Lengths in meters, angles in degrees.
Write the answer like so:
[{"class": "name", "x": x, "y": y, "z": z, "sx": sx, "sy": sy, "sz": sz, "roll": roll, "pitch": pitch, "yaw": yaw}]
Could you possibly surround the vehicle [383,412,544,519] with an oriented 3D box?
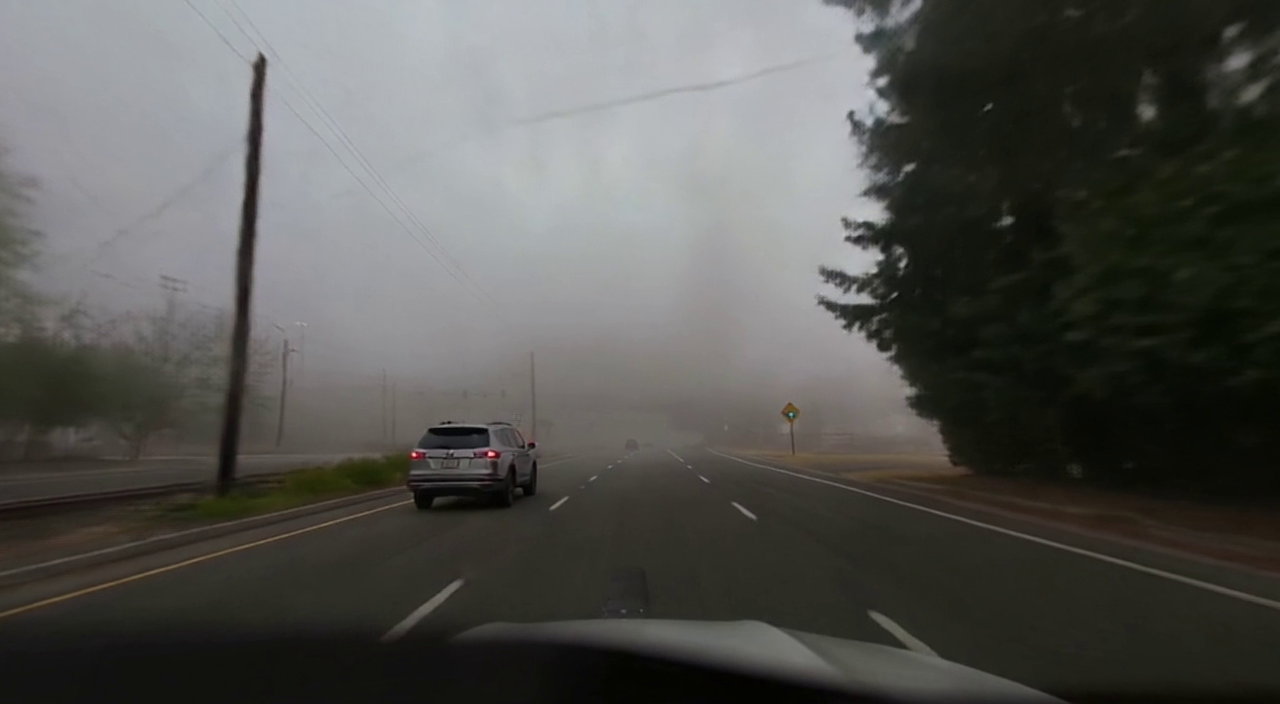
[{"class": "vehicle", "x": -3.203, "y": 2.157, "z": 12.415, "sx": 1.882, "sy": 1.704, "sz": 4.335, "roll": -1, "pitch": -8, "yaw": 1}]
